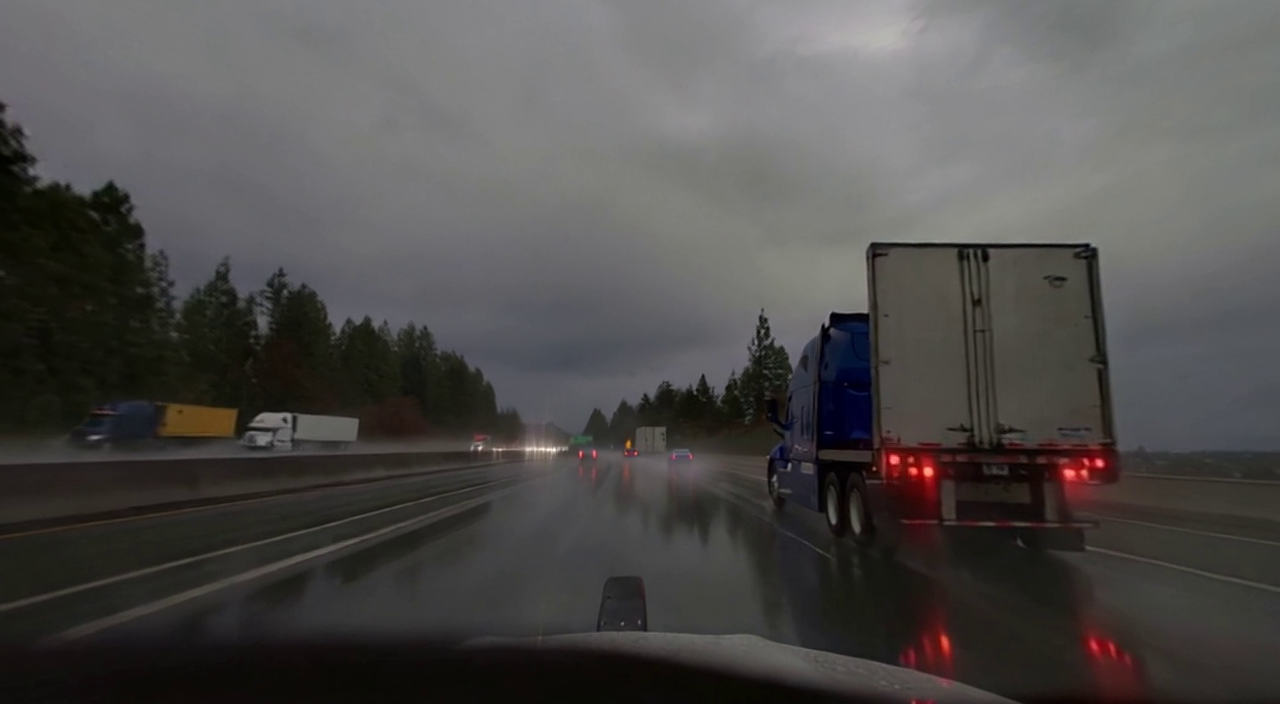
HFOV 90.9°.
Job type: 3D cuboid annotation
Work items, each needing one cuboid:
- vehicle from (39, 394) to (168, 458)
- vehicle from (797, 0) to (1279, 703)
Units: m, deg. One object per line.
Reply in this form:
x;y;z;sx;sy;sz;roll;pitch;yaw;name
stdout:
-35.304;5.022;41.826;2.899;3.870;6.026;-1;-9;3;vehicle
4.277;-0.112;3.489;2.847;4.075;14.244;0;-9;-1;vehicle
